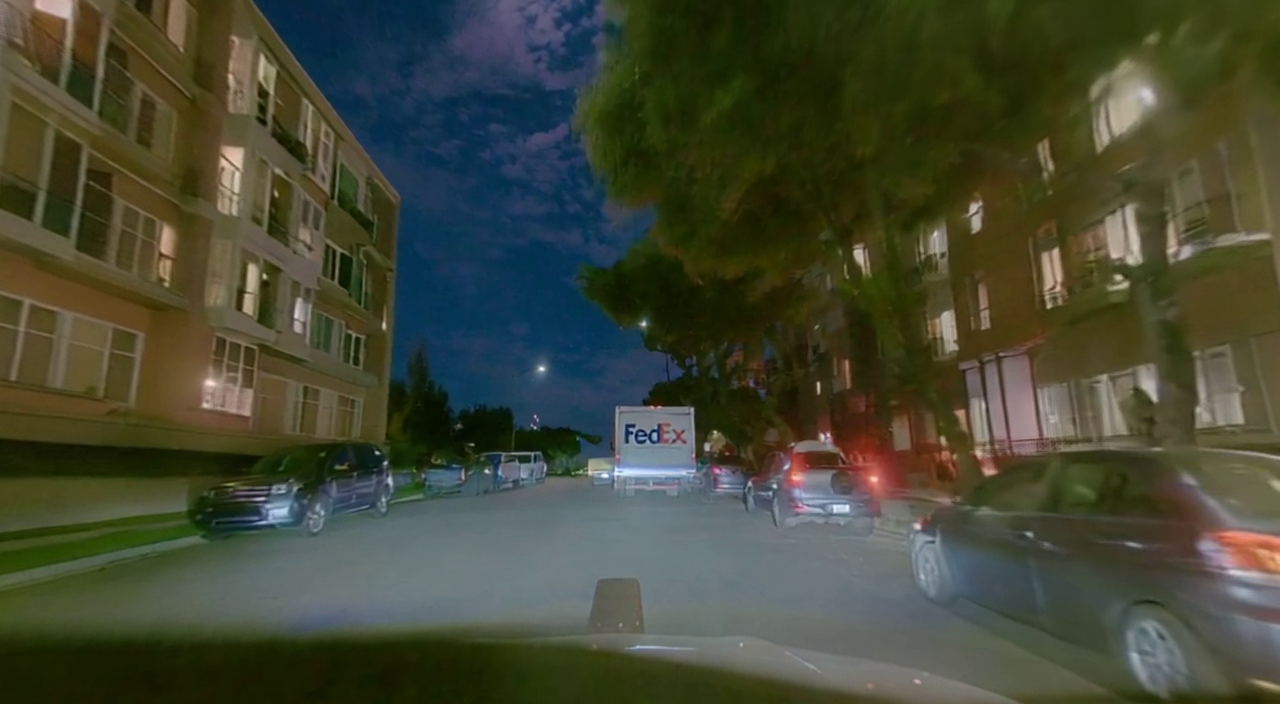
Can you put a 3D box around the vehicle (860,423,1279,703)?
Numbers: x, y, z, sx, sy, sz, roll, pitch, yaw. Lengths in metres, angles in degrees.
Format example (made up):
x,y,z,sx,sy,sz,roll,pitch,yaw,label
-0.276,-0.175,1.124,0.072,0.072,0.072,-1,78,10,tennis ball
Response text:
x,y,z,sx,sy,sz,roll,pitch,yaw,label
3.389,1.373,4.774,1.877,1.500,4.407,0,-9,0,vehicle

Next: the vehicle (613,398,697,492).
x,y,z,sx,sy,sz,roll,pitch,yaw,label
0.408,3.879,26.391,2.930,3.275,8.180,0,-8,-2,vehicle

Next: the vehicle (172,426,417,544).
x,y,z,sx,sy,sz,roll,pitch,yaw,label
-5.981,2.321,11.721,2.089,1.757,4.256,0,-8,0,vehicle

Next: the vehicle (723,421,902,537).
x,y,z,sx,sy,sz,roll,pitch,yaw,label
3.364,2.612,13.797,2.221,1.991,5.564,0,-9,-1,vehicle

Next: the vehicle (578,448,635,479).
x,y,z,sx,sy,sz,roll,pitch,yaw,label
-1.714,5.935,33.939,1.981,1.500,3.992,-2,-9,13,vehicle

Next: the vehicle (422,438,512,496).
x,y,z,sx,sy,sz,roll,pitch,yaw,label
-6.103,4.086,22.884,2.020,1.867,4.654,0,-9,-1,vehicle
